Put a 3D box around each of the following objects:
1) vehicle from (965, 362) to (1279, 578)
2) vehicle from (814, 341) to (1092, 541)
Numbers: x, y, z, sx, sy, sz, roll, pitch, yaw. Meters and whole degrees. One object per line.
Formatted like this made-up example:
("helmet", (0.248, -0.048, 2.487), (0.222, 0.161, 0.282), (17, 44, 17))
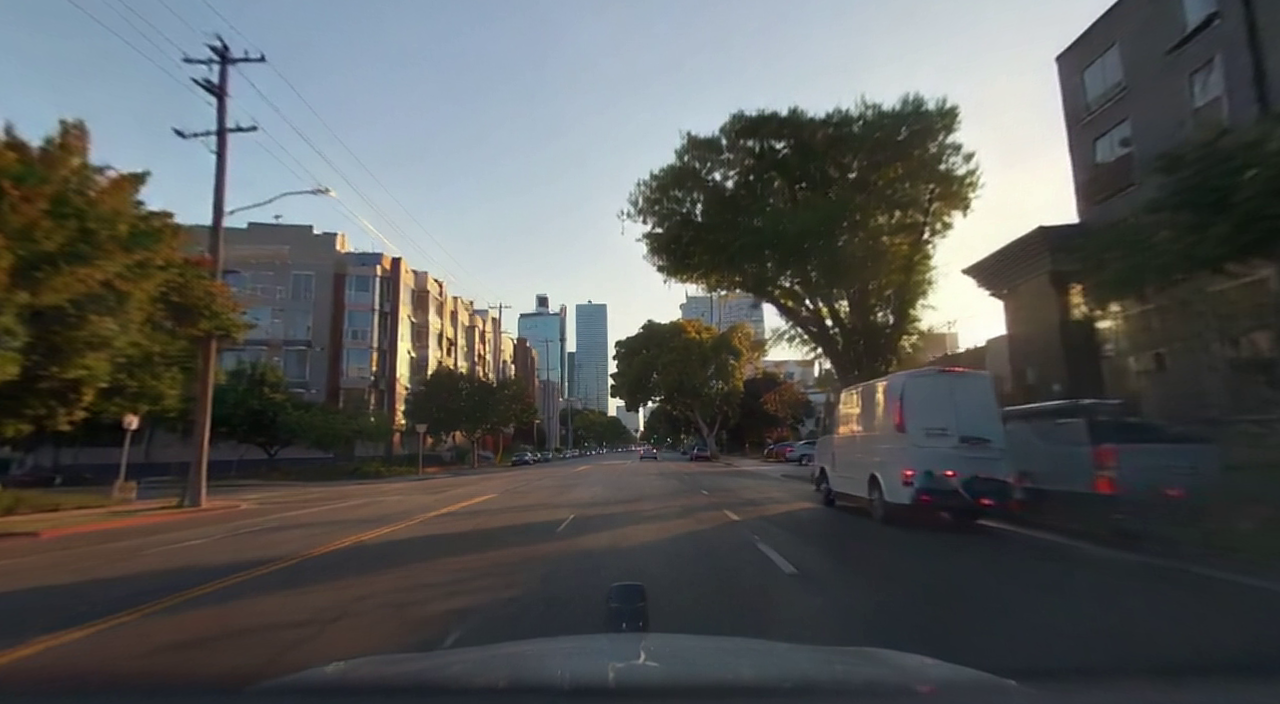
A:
("vehicle", (6.445, 1.546, 8.728), (2.021, 2.433, 3.088), (0, -8, -1))
("vehicle", (6.001, 1.901, 13.552), (2.750, 3.269, 6.333), (-1, -8, 1))
